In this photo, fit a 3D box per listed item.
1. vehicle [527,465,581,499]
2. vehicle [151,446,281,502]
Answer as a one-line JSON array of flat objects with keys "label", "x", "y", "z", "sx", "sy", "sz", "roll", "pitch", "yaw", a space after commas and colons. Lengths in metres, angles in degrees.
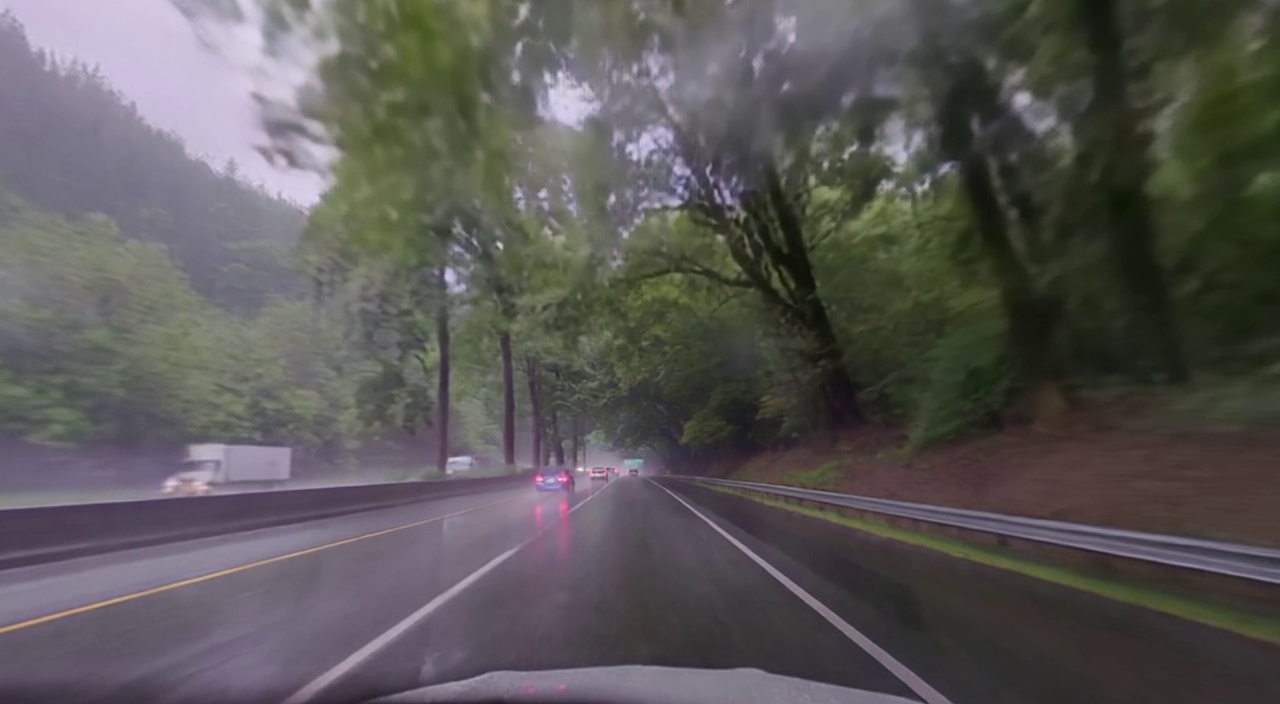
[{"label": "vehicle", "x": -4.157, "y": 6.363, "z": 31.059, "sx": 1.995, "sy": 1.467, "sz": 4.467, "roll": 1, "pitch": -11, "yaw": 0}, {"label": "vehicle", "x": -24.530, "y": 7.134, "z": 37.018, "sx": 2.603, "sy": 2.942, "sz": 6.912, "roll": 1, "pitch": -11, "yaw": 1}]
